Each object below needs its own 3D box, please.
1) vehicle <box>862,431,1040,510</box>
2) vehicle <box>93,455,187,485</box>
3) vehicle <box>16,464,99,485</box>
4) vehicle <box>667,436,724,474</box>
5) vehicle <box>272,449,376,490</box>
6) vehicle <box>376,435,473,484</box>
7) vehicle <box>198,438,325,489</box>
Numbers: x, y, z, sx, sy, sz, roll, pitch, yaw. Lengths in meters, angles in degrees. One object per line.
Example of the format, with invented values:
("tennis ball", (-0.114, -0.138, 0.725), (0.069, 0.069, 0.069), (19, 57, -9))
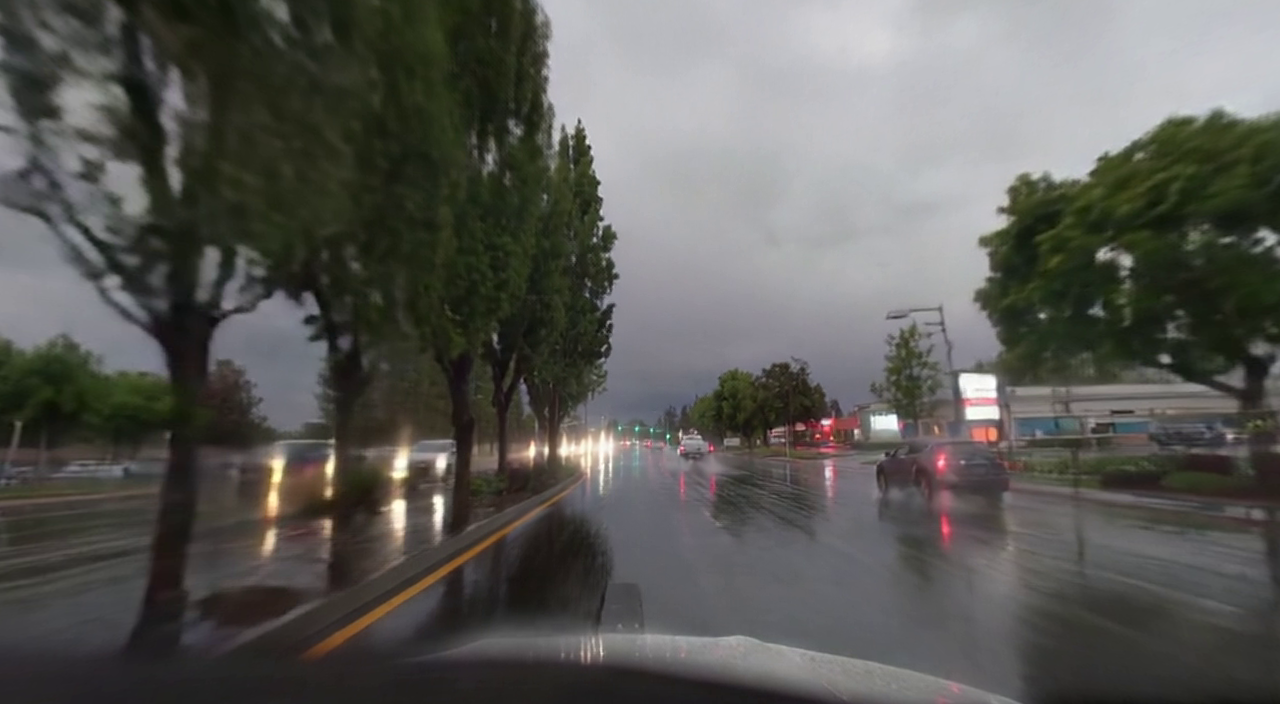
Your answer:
("vehicle", (6.836, 2.643, 14.449), (1.886, 1.528, 4.169), (0, -9, -1))
("vehicle", (-34.729, 8.200, 43.816), (4.738, 1.700, 1.806), (-2, -8, -10))
("vehicle", (-43.802, 9.216, 47.367), (4.341, 1.477, 1.822), (0, -9, 0))
("vehicle", (2.525, 4.832, 29.720), (2.161, 1.676, 4.151), (0, -9, -2))
("vehicle", (-12.676, 4.699, 25.626), (1.951, 1.475, 4.480), (0, -9, -1))
("vehicle", (-9.187, 4.635, 27.491), (2.234, 1.922, 5.699), (0, -9, 0))
("vehicle", (-17.056, 5.046, 28.853), (2.312, 2.062, 5.741), (0, -9, -1))
